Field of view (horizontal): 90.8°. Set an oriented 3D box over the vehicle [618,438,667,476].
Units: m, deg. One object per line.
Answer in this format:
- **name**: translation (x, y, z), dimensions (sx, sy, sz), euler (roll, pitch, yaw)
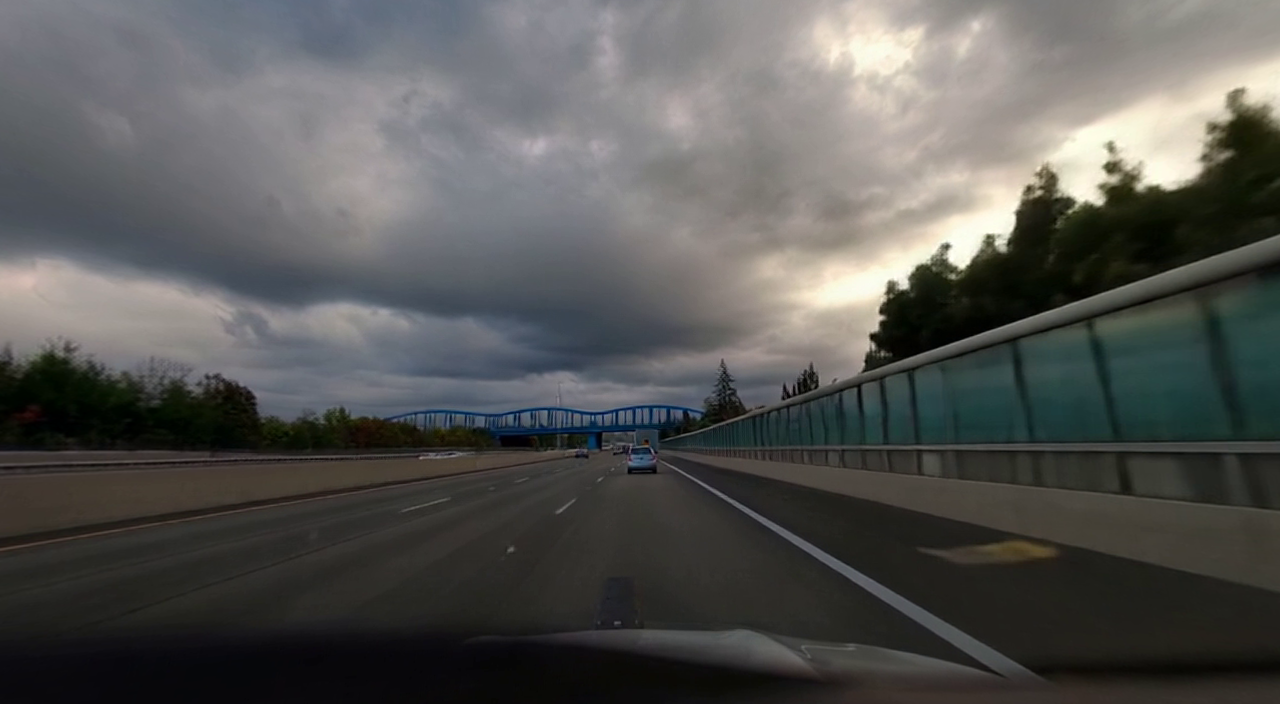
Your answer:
- **vehicle**: translation (0.081, 5.230, 31.507), dimensions (2.299, 1.716, 4.579), euler (0, -9, -1)
